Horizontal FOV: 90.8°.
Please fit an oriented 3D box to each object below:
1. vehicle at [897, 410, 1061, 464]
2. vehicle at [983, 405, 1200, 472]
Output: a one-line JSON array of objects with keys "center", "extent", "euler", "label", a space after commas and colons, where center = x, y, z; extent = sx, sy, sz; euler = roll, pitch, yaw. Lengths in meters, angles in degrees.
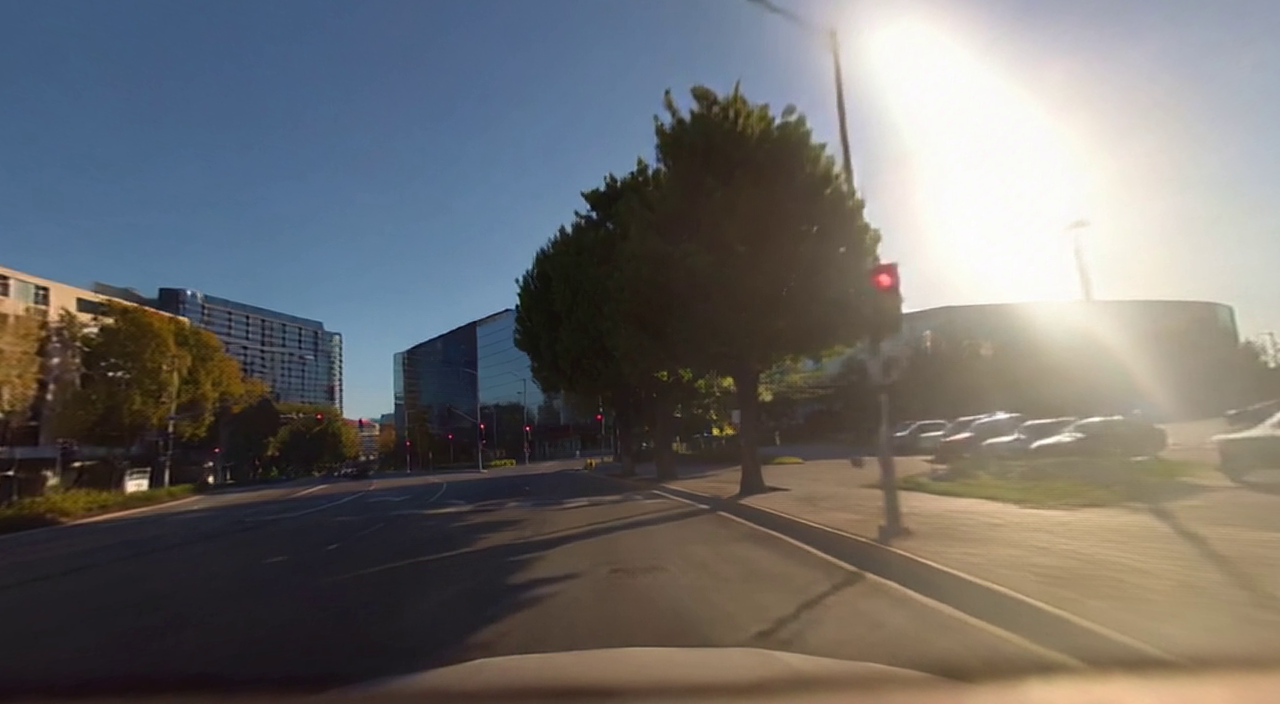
[{"center": [11.309, 2.886, 21.247], "extent": [4.441, 1.654, 2.044], "euler": [2, -9, -9], "label": "vehicle"}, {"center": [11.727, 2.300, 16.574], "extent": [4.400, 1.584, 1.964], "euler": [2, -9, -9], "label": "vehicle"}]
